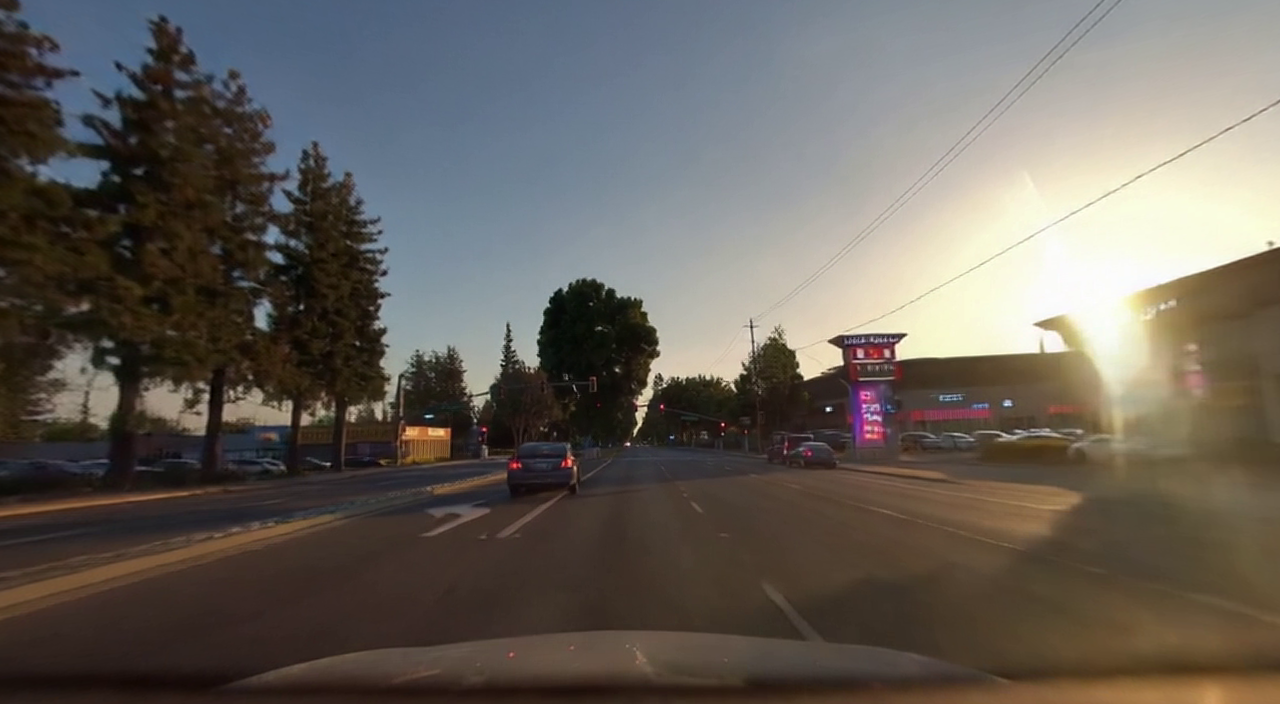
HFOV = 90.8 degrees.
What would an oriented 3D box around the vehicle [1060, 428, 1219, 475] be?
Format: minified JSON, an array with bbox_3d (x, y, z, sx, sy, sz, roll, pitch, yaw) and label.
[{"bbox_3d":[19.941,3.982,25.476,4.729,1.706,1.922,-6,-10,37],"label":"vehicle"}]

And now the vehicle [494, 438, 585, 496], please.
[{"bbox_3d":[-2.781,3.273,18.364,2.185,1.473,3.925,0,-8,-3],"label":"vehicle"}]

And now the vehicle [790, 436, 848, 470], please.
[{"bbox_3d":[10.298,5.830,36.724,1.998,1.862,4.658,0,-8,0],"label":"vehicle"}]

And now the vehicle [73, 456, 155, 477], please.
[{"bbox_3d":[-41.320,8.947,49.704,1.902,1.475,4.635,-8,-11,43],"label":"vehicle"}]
